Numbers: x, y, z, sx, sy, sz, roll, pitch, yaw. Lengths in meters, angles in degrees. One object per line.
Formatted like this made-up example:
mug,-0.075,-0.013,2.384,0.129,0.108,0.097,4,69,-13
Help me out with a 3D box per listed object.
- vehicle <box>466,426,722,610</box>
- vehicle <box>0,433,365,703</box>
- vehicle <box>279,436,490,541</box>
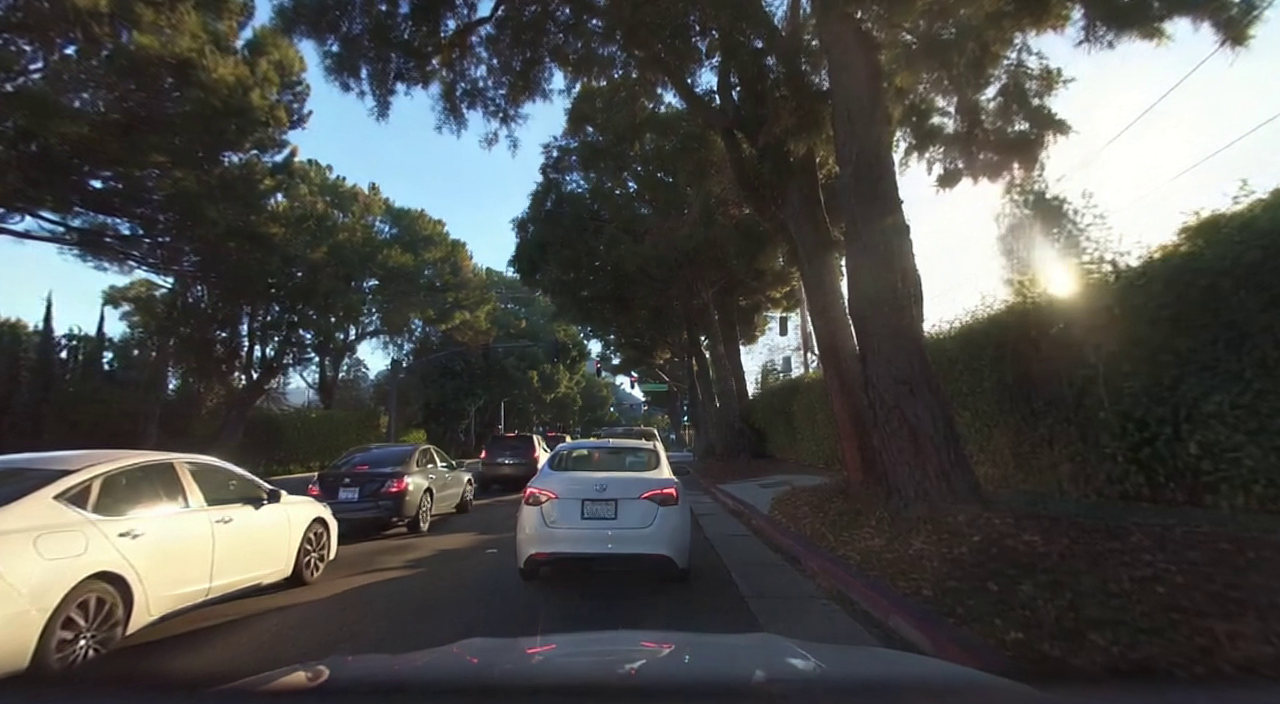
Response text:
vehicle,-0.405,1.687,7.387,2.127,1.517,4.090,0,-8,-1
vehicle,-3.809,1.313,4.465,1.784,1.408,4.141,0,-8,1
vehicle,-4.255,2.316,11.466,1.898,1.503,4.453,0,-8,1
